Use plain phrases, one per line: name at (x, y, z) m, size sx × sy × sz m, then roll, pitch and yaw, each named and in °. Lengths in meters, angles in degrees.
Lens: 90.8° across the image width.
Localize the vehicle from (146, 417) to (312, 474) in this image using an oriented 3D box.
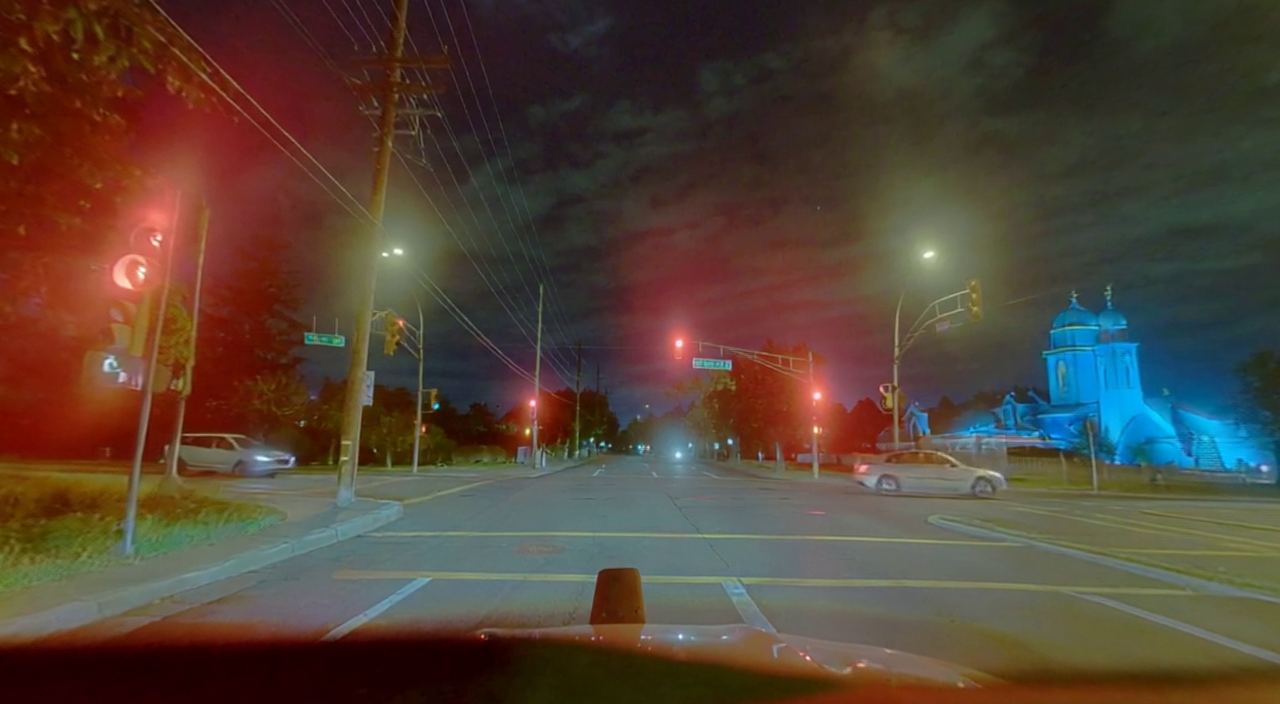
vehicle at (-14.408, 3.303, 22.366) m, size 4.372 × 1.892 × 2.002 m, roll 0°, pitch -9°, yaw -2°

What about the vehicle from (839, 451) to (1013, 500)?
vehicle at (9.231, 4.011, 20.741) m, size 4.718 × 1.497 × 2.032 m, roll 0°, pitch -9°, yaw 3°
